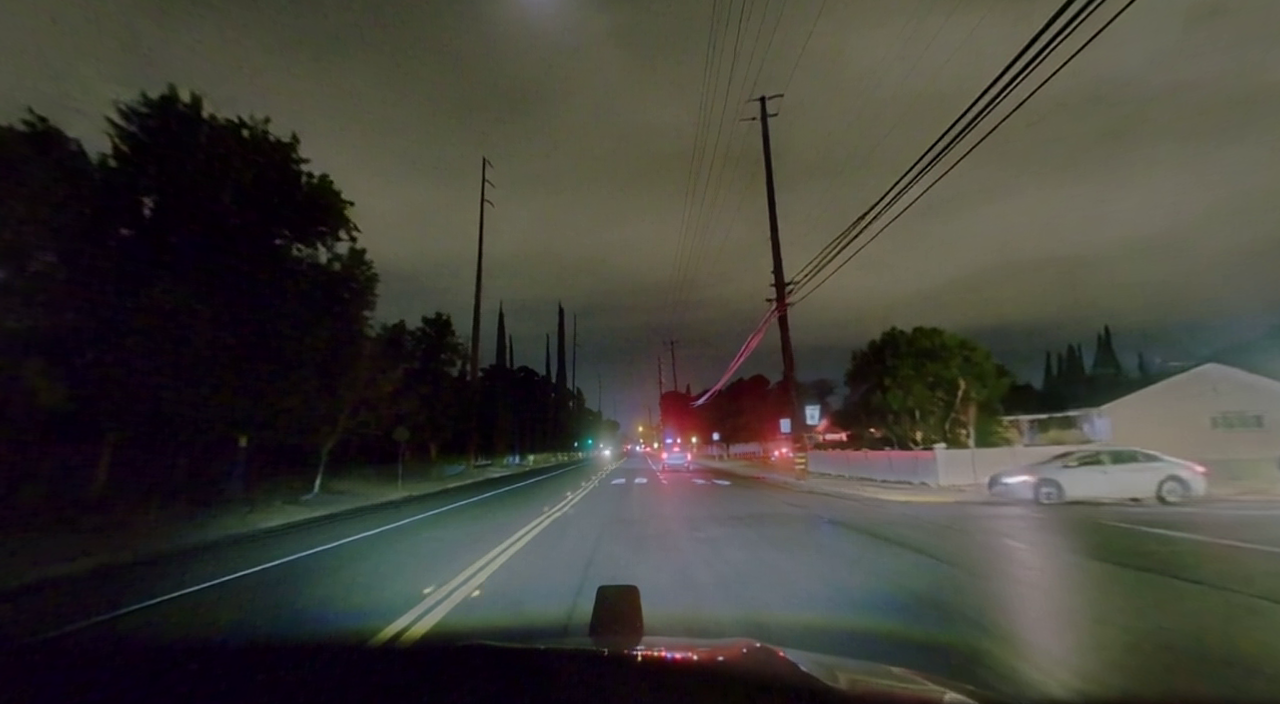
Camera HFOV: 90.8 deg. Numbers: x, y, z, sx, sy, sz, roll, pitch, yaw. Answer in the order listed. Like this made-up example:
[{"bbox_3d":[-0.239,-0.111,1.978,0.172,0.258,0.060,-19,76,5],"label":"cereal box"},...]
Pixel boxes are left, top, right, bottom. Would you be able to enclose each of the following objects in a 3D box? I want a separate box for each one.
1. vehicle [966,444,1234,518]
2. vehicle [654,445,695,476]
[{"bbox_3d":[10.134,2.834,14.205,4.511,1.473,1.962,0,-8,-2],"label":"vehicle"},{"bbox_3d":[1.720,5.631,32.903,1.975,1.497,3.647,0,-9,1],"label":"vehicle"}]
